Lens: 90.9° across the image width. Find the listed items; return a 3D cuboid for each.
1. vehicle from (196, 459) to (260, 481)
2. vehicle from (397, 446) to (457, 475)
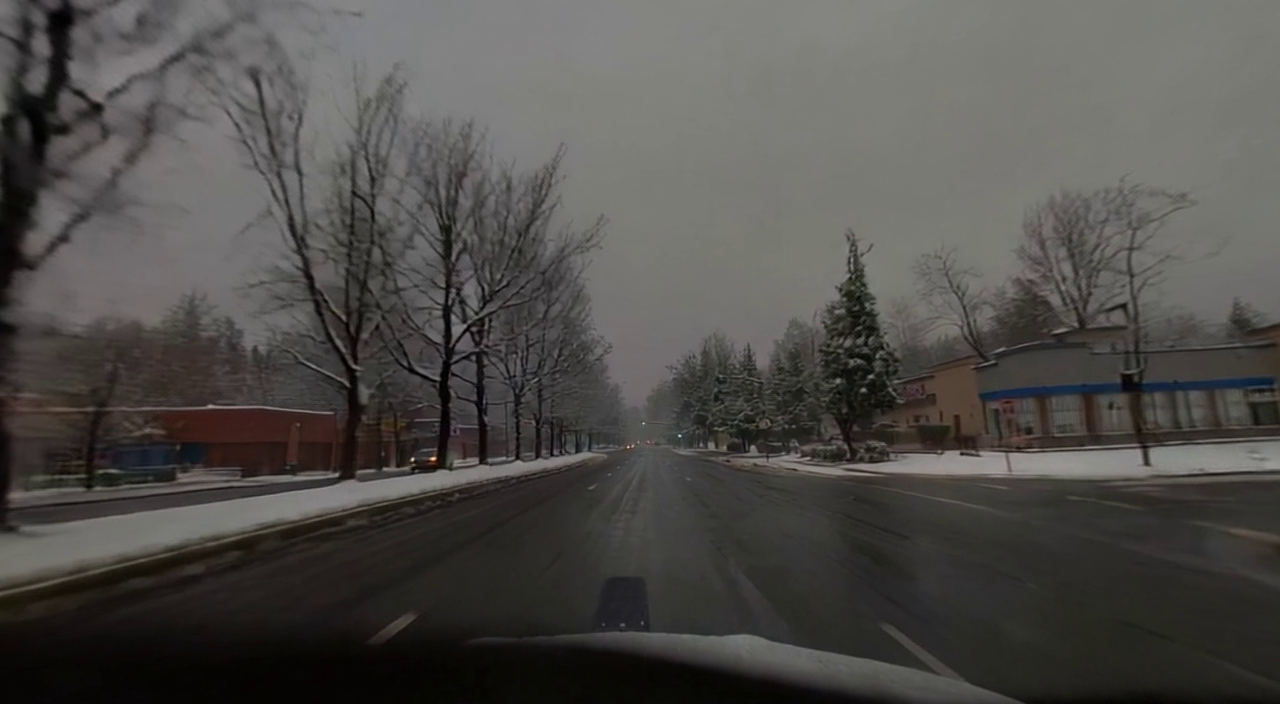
[{"bbox_3d":[-31.698,9.079,48.672,1.876,1.470,4.706,0,-8,-2],"label":"vehicle"},{"bbox_3d":[-12.119,6.181,36.194,1.882,1.541,4.280,0,-8,1],"label":"vehicle"}]
